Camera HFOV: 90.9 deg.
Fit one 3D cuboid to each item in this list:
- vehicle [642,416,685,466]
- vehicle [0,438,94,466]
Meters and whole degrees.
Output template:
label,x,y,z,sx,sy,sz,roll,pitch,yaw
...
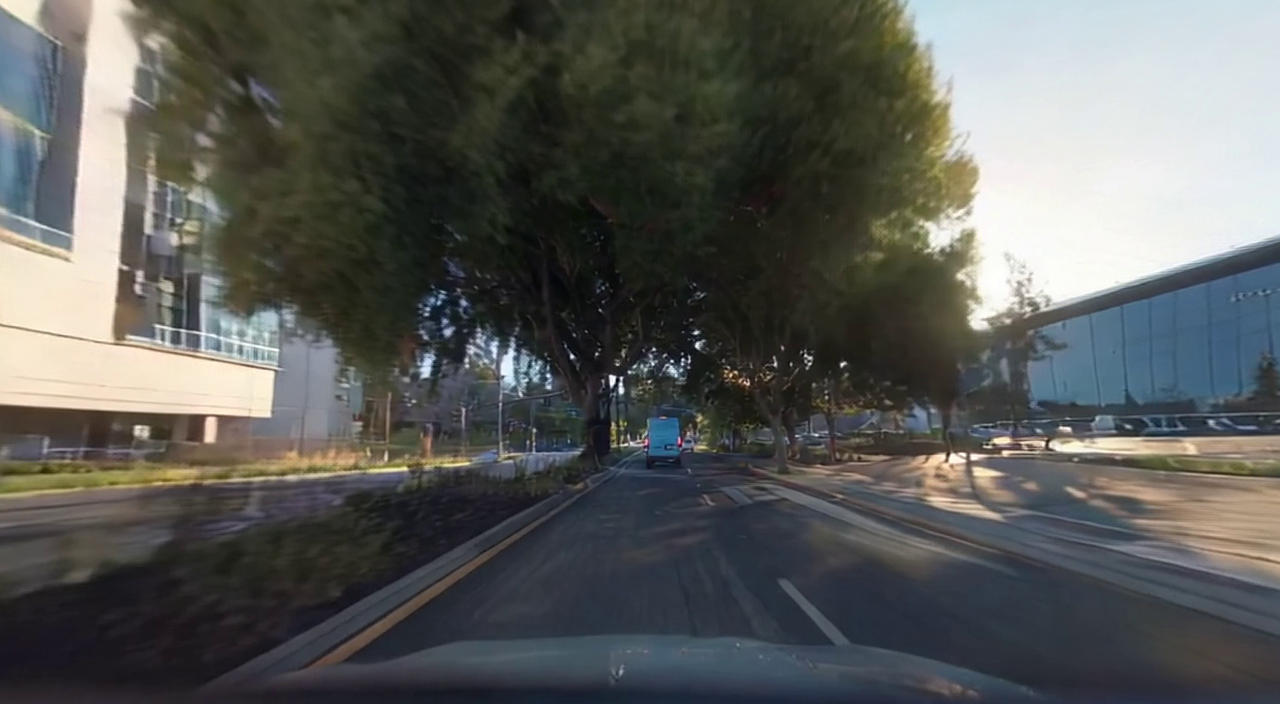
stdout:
label,x,y,z,sx,sy,sz,roll,pitch,yaw
vehicle,1.507,5.424,38.412,2.435,2.816,5.232,0,-8,3
vehicle,-42.194,6.984,44.383,1.906,1.850,5.120,-5,-9,32
